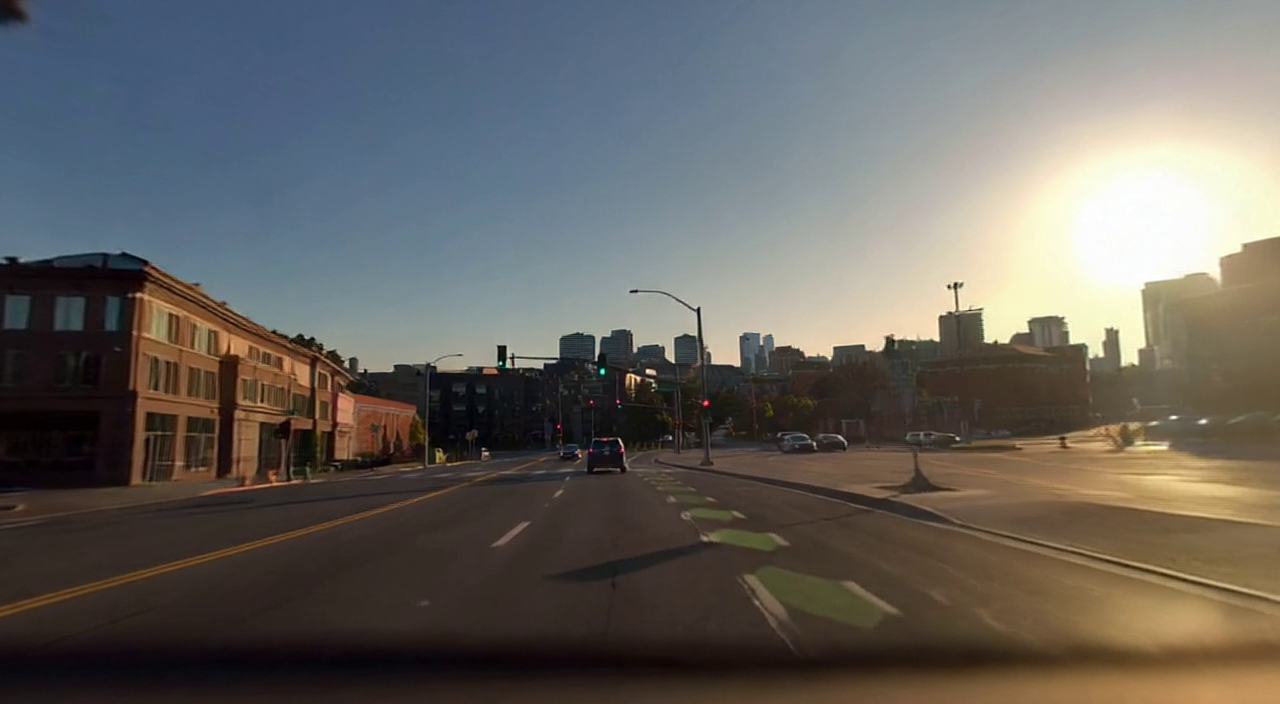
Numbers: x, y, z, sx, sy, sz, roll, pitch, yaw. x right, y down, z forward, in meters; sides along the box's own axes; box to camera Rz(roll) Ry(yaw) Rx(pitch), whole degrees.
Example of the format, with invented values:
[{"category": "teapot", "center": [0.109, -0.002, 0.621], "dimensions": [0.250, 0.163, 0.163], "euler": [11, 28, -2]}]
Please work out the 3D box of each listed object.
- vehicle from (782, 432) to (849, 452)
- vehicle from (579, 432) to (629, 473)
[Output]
[{"category": "vehicle", "center": [13.091, 6.741, 47.361], "dimensions": [4.486, 1.494, 1.802], "euler": [0, -8, 2]}, {"category": "vehicle", "center": [-1.731, 4.880, 30.846], "dimensions": [2.230, 1.827, 4.298], "euler": [0, -8, -2]}]
